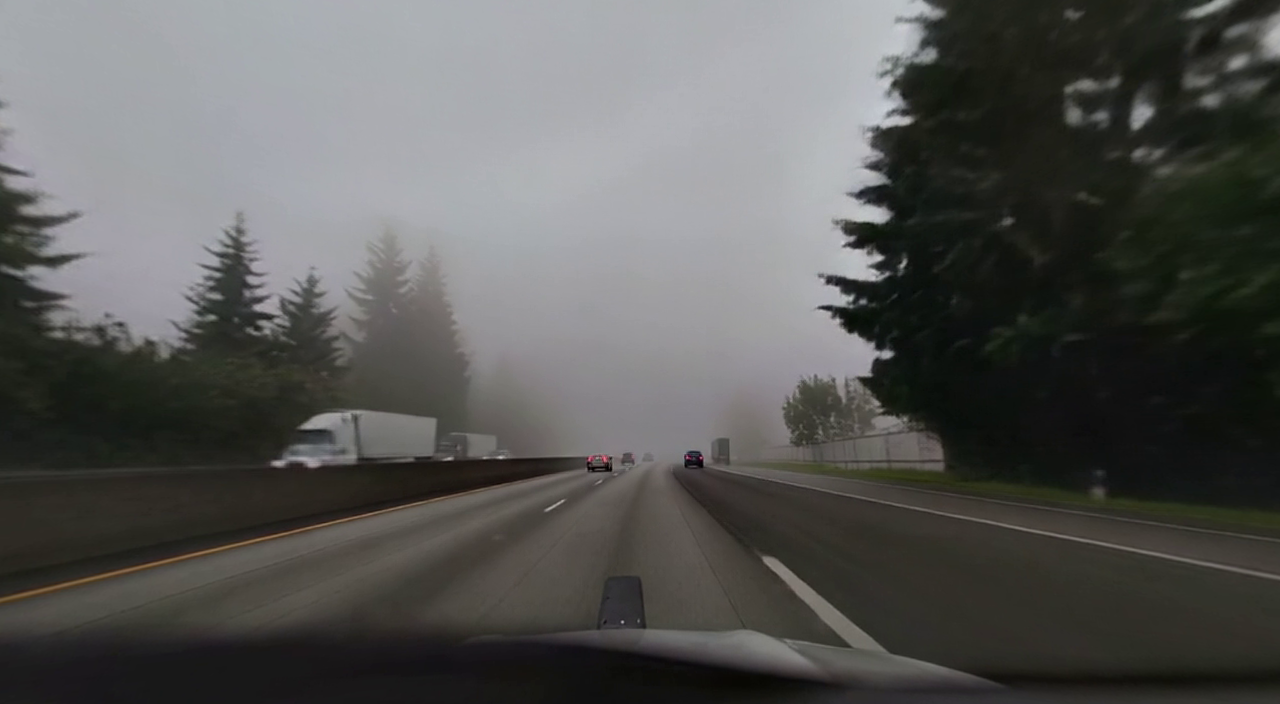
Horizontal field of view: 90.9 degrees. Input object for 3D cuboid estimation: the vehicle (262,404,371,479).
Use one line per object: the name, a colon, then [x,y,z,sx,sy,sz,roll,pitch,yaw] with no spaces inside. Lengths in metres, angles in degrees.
vehicle: [-18.357,5.181,36.249,2.990,3.877,5.797,0,-9,1]

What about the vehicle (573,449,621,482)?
vehicle: [-2.096,5.704,31.842,2.035,1.513,4.272,0,-9,1]
